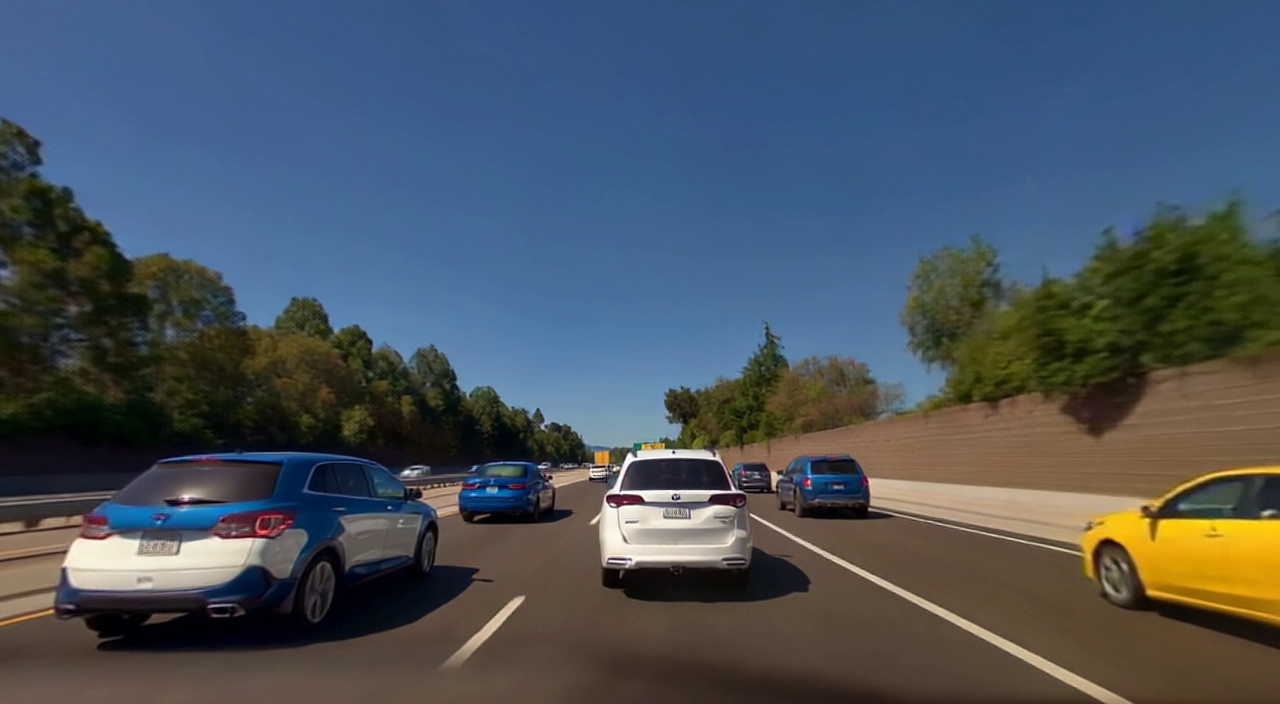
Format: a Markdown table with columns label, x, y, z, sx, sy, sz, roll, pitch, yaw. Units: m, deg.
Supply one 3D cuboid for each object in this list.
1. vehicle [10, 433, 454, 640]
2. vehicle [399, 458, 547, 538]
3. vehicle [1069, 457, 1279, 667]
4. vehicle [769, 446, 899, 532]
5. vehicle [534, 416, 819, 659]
| label | x | y | z | sx | sy | sz | roll | pitch | yaw |
| --- | --- | --- | --- | --- | --- | --- | --- | --- | --- |
| vehicle | -3.803 | 1.822 | 7.073 | 1.994 | 1.556 | 4.263 | 0 | -11 | 2 |
| vehicle | -3.556 | 3.236 | 14.447 | 1.960 | 1.502 | 4.593 | 0 | -11 | 2 |
| vehicle | 5.421 | 1.453 | 4.281 | 1.919 | 1.437 | 4.436 | 1 | -11 | 1 |
| vehicle | 4.773 | 3.461 | 16.268 | 1.984 | 1.876 | 4.287 | 1 | -11 | 0 |
| vehicle | 0.284 | 1.735 | 6.746 | 2.057 | 1.725 | 4.126 | 1 | -11 | 0 |
